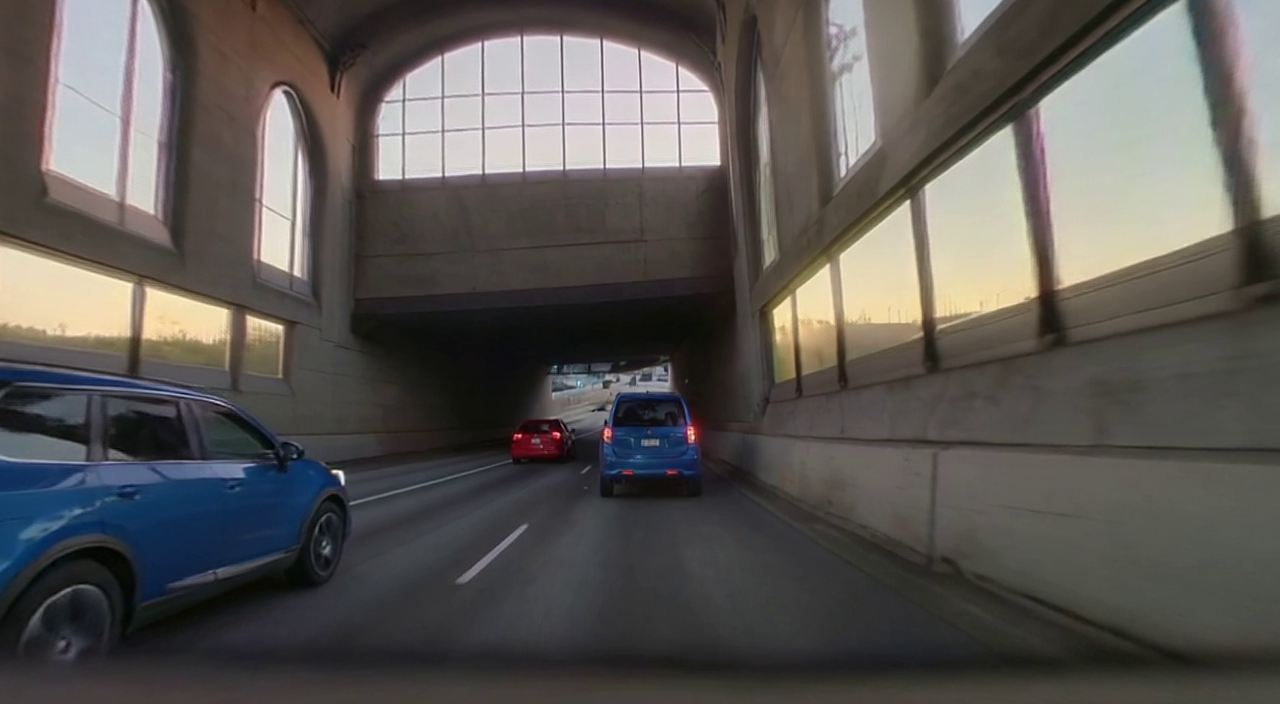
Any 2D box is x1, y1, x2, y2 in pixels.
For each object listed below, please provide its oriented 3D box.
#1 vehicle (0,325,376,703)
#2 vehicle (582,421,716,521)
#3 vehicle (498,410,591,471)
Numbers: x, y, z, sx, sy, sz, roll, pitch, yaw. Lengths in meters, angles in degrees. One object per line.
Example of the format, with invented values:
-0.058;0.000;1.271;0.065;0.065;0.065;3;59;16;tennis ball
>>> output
-3.556;0.946;3.654;2.017;1.761;4.572;0;-8;1;vehicle
0.114;2.098;11.632;2.020;1.478;4.092;0;-8;-1;vehicle
-3.372;3.316;23.562;2.329;1.948;5.800;-1;-8;3;vehicle
